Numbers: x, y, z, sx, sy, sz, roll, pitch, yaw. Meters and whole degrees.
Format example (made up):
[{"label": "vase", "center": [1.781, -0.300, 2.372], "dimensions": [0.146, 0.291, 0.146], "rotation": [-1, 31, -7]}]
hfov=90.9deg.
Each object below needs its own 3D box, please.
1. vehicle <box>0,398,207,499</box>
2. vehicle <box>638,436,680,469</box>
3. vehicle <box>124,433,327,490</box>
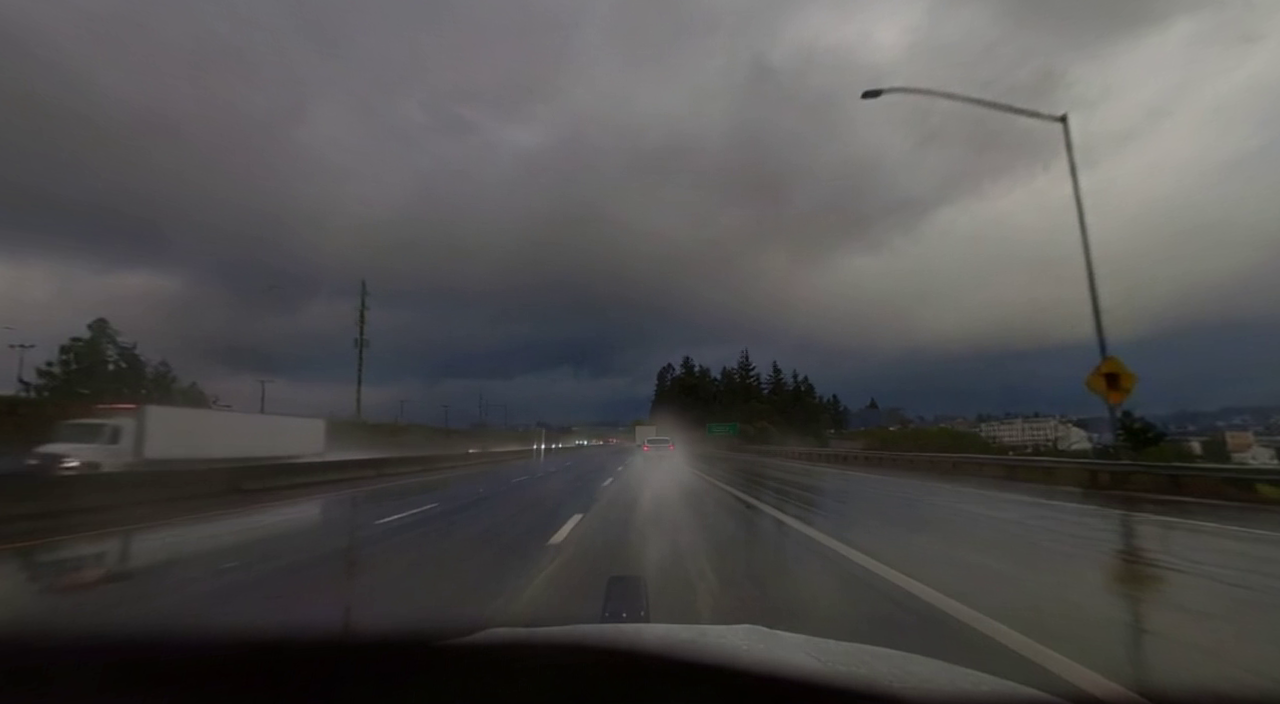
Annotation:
[{"label": "vehicle", "center": [-25.071, 4.488, 29.630], "dimensions": [3.029, 4.038, 8.668], "rotation": [0, -8, 1]}, {"label": "vehicle", "center": [1.018, 5.768, 36.370], "dimensions": [2.260, 1.766, 4.348], "rotation": [0, -8, 0]}, {"label": "vehicle", "center": [-24.957, 6.700, 39.770], "dimensions": [2.832, 2.907, 14.577], "rotation": [0, -8, 1]}]
